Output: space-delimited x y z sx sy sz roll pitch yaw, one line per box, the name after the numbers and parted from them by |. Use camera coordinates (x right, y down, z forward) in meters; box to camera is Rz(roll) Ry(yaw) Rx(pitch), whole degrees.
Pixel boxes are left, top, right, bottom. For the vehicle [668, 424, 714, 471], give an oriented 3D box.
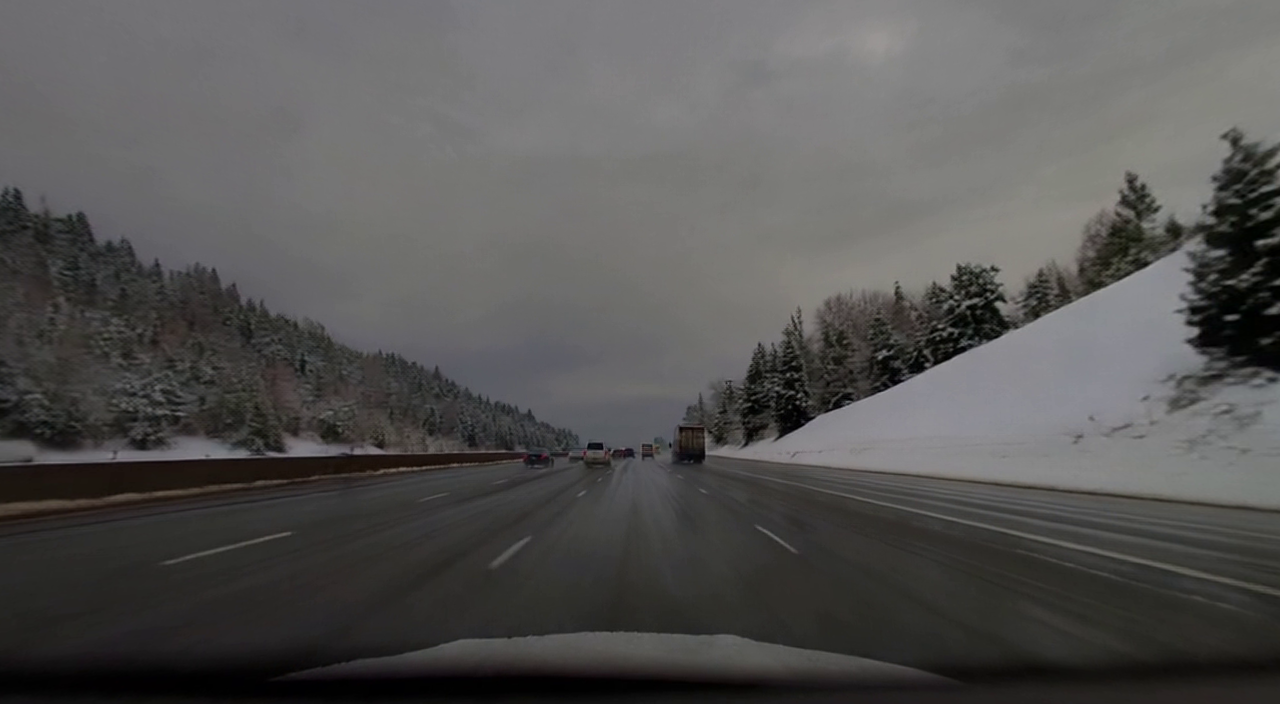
3.689 7.162 47.502 2.795 3.187 7.205 0 -8 0 | vehicle

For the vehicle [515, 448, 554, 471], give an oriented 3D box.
-7.620 7.807 46.049 2.102 1.522 4.394 0 -8 0 | vehicle
